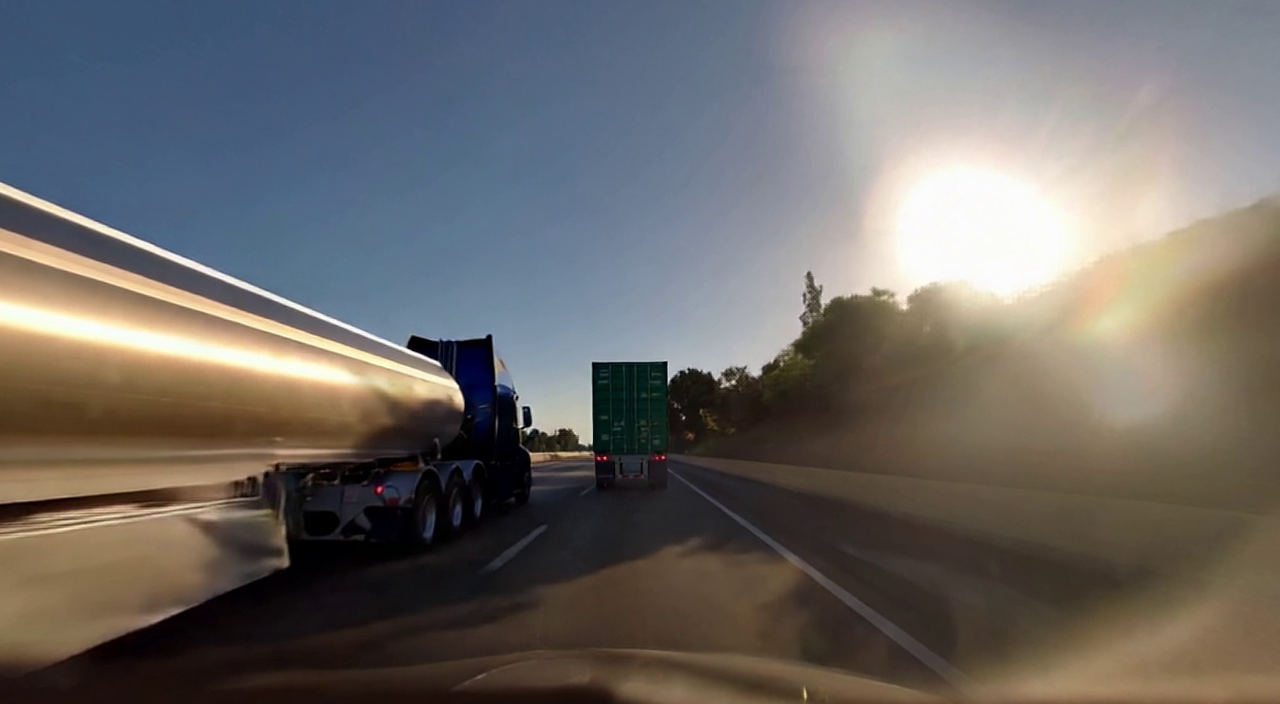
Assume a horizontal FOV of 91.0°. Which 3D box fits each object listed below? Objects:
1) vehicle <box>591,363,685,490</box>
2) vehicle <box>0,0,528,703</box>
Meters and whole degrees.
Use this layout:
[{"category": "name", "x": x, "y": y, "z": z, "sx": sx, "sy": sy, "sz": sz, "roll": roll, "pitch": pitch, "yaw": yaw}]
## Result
[{"category": "vehicle", "x": -0.012, "y": 3.227, "z": 25.640, "sx": 2.942, "sy": 4.003, "sz": 11.297, "roll": 0, "pitch": -9, "yaw": 0}, {"category": "vehicle", "x": -4.216, "y": 0.284, "z": 5.175, "sx": 3.267, "sy": 3.655, "sz": 17.154, "roll": 0, "pitch": -9, "yaw": 1}]
